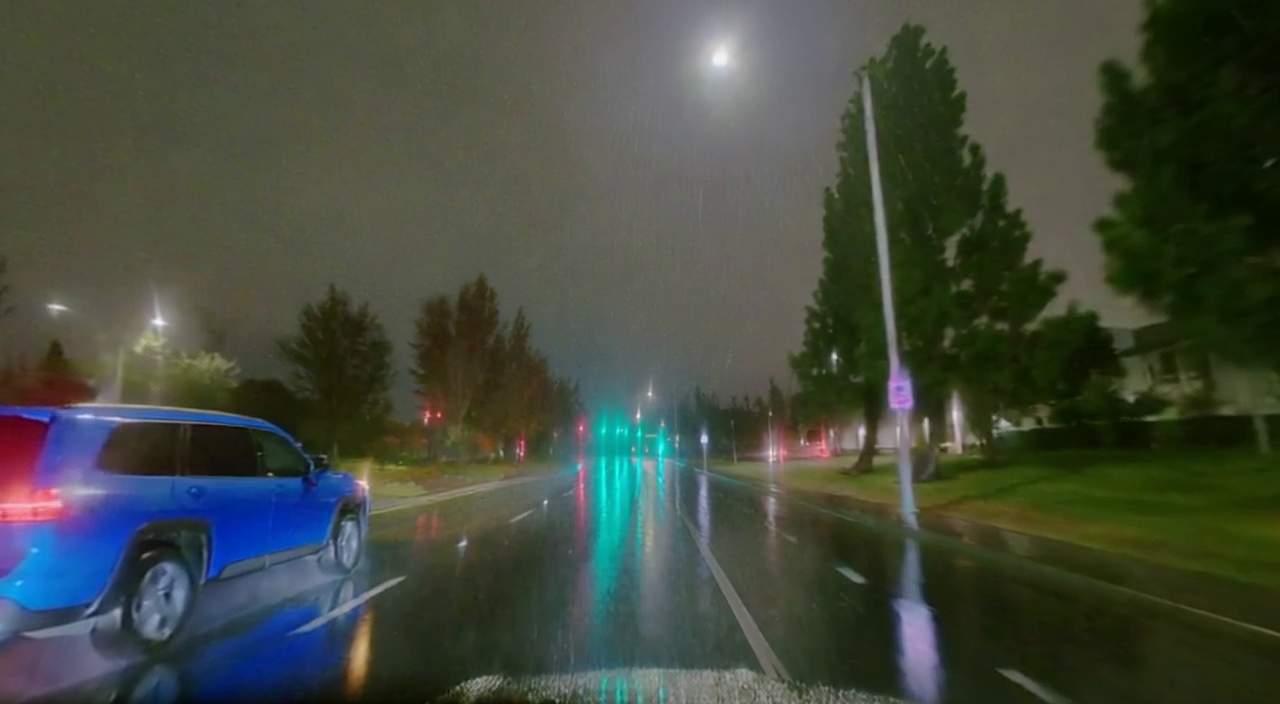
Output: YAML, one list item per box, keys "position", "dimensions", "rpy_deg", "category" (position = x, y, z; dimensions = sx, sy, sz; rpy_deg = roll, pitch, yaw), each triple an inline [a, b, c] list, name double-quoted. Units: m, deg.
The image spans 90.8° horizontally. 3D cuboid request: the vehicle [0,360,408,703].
- position: [-3.666, 1.214, 4.757]
  dimensions: [2.121, 1.724, 4.392]
  rpy_deg: [0, -9, 0]
  category: "vehicle"
